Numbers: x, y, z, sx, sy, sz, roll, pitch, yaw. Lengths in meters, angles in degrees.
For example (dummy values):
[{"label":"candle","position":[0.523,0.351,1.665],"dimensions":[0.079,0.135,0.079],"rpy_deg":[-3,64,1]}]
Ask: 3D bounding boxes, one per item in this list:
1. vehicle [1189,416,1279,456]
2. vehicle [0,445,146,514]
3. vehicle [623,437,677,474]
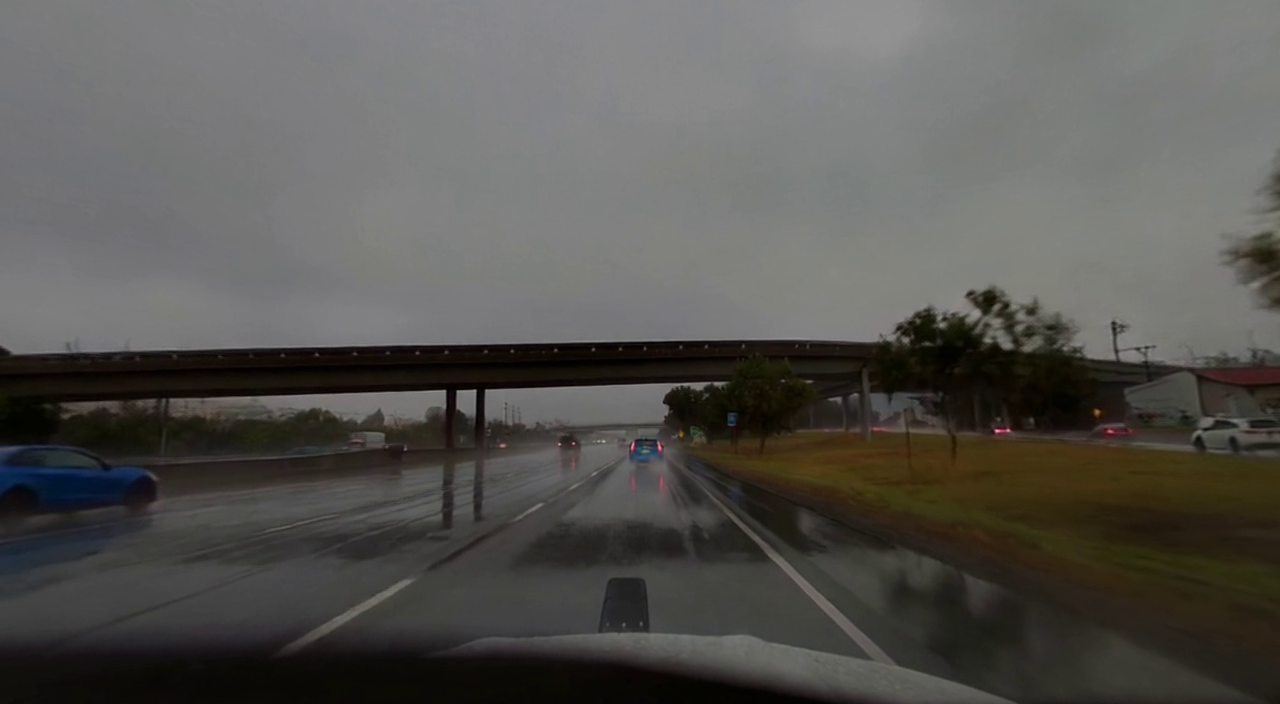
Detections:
[{"label":"vehicle","position":[27.422,3.835,28.615],"dimensions":[2.095,1.674,4.530],"rpy_deg":[-3,-9,19]},{"label":"vehicle","position":[-15.076,3.048,15.421],"dimensions":[1.960,1.505,4.854],"rpy_deg":[0,-8,2]},{"label":"vehicle","position":[0.417,4.471,27.398],"dimensions":[2.145,1.493,4.146],"rpy_deg":[0,-8,0]}]
